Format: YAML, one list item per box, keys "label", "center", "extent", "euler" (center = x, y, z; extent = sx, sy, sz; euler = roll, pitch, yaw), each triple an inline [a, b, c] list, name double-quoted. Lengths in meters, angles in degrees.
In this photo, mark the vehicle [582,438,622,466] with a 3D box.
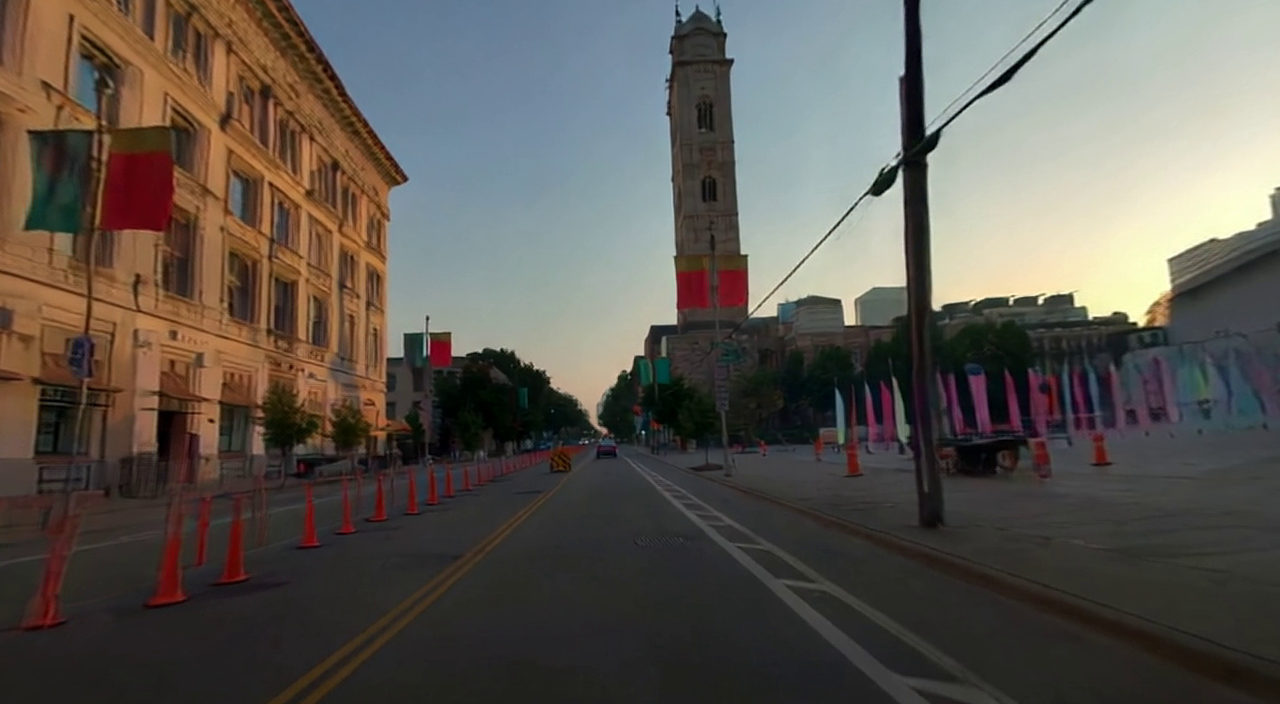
- label: "vehicle"
  center: [-2.229, 5.825, 36.807]
  extent: [2.216, 1.492, 4.725]
  euler: [1, -8, -4]
